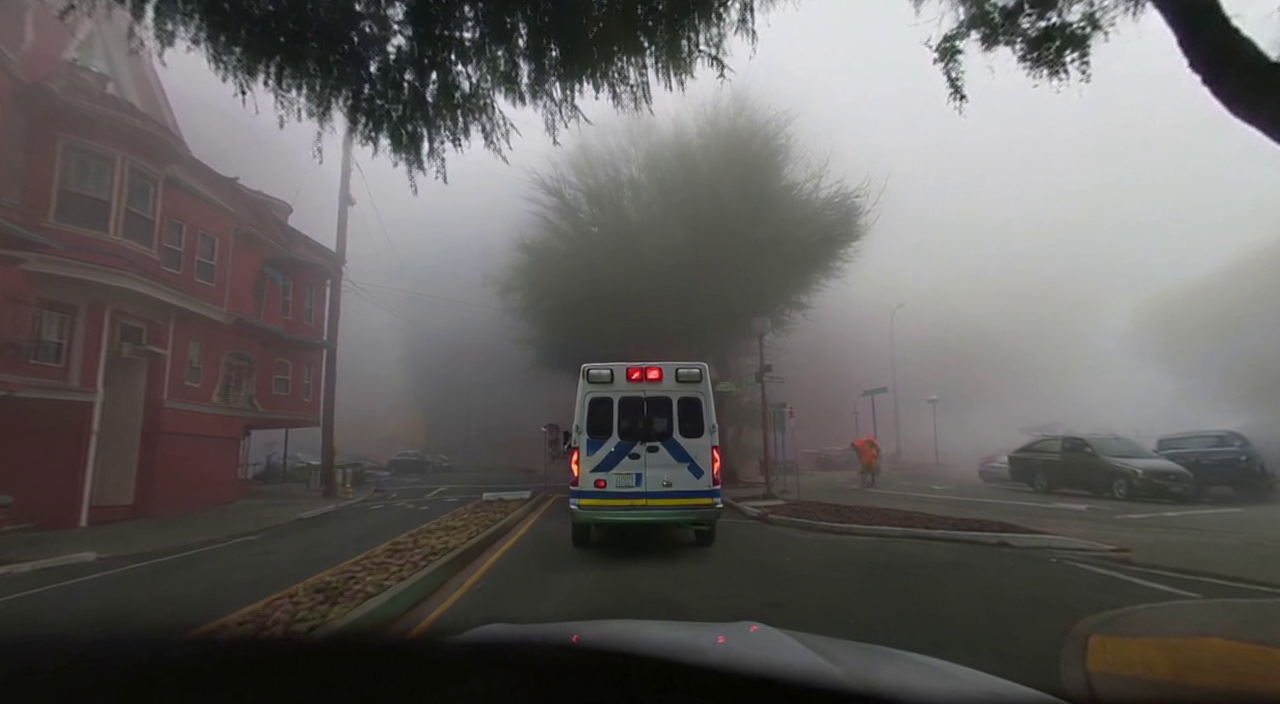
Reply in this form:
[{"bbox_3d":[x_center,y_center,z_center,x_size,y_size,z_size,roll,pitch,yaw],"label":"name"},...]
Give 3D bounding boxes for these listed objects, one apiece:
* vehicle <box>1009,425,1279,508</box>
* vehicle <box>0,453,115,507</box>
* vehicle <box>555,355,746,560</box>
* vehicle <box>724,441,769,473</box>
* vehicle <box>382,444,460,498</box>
[{"bbox_3d":[13.189,2.996,16.736,5.270,1.966,2.329,-2,-9,11],"label":"vehicle"},{"bbox_3d":[-18.738,3.768,18.798,4.412,1.468,1.914,0,-8,-3],"label":"vehicle"},{"bbox_3d":[0.142,1.753,10.995,2.444,2.640,5.482,0,-8,0],"label":"vehicle"},{"bbox_3d":[6.600,6.414,38.875,2.056,1.810,4.502,-3,-9,17],"label":"vehicle"},{"bbox_3d":[-8.459,4.419,24.048,2.290,1.776,4.947,3,-9,-24],"label":"vehicle"}]
